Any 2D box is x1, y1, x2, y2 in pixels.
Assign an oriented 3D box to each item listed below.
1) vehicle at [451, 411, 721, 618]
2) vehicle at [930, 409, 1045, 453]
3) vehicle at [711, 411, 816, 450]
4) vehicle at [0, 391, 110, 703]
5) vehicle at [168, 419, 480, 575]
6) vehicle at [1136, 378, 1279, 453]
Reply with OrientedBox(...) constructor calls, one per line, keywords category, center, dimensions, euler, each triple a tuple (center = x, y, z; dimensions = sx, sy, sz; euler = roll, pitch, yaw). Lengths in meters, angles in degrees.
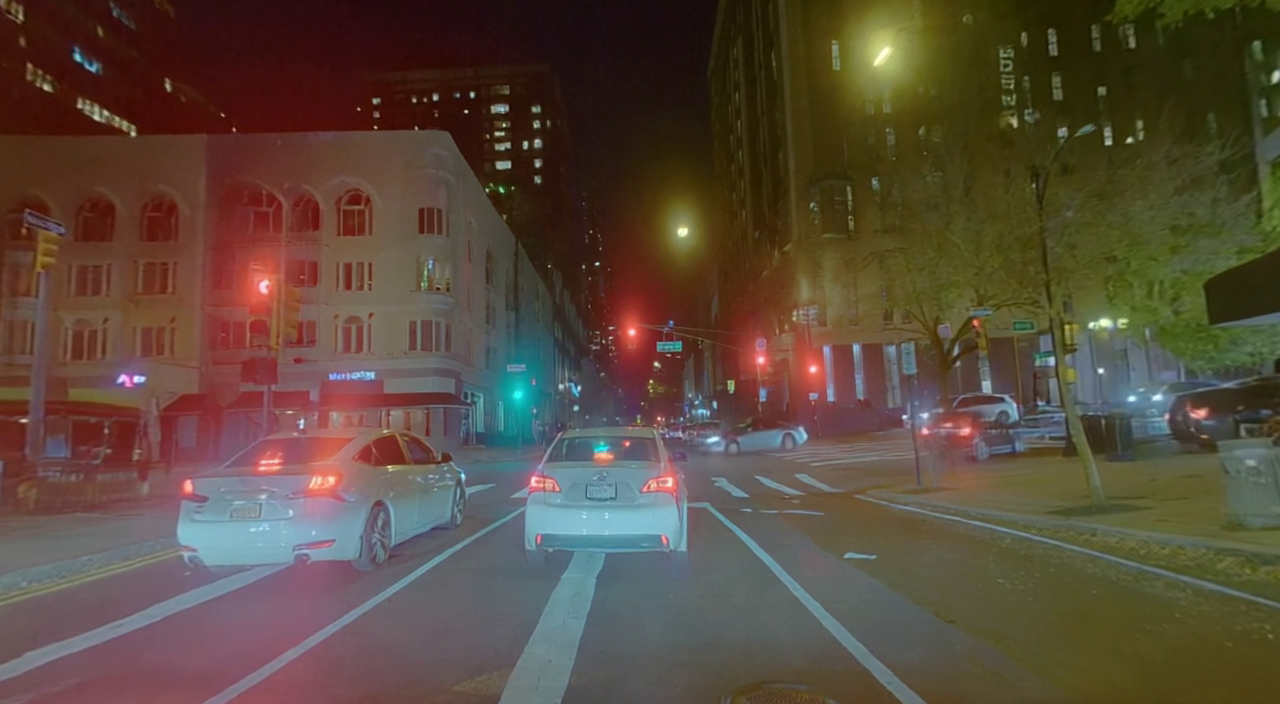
OrientedBox(category="vehicle", center=(-0.415, 1.501, 6.716), dimensions=(1.999, 1.520, 3.896), euler=(0, -8, -1))
OrientedBox(category="vehicle", center=(14.301, 3.294, 25.960), dimensions=(4.392, 1.667, 1.958), euler=(4, -9, -28))
OrientedBox(category="vehicle", center=(6.059, 3.896, 31.004), dimensions=(4.657, 1.769, 1.979), euler=(3, -9, -20))
OrientedBox(category="vehicle", center=(-3.913, 0.697, 1.173), dimensions=(1.995, 1.524, 4.438), euler=(0, -8, 0))
OrientedBox(category="vehicle", center=(-3.688, 1.755, 8.462), dimensions=(1.934, 1.522, 4.287), euler=(0, -8, 0))
OrientedBox(category="vehicle", center=(21.629, 2.354, 22.871), dimensions=(5.863, 2.493, 2.354), euler=(2, -9, -12))
